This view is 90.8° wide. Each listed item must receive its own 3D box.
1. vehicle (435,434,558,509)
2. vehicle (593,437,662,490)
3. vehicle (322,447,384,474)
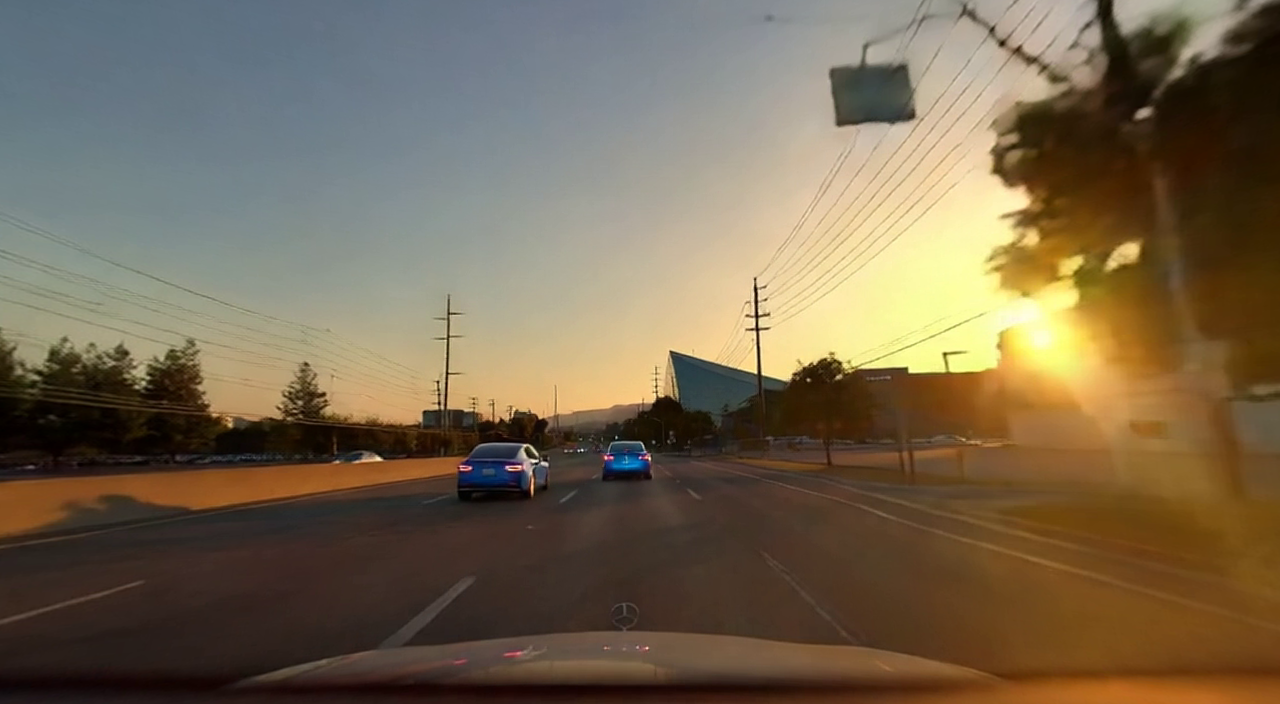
[{"bbox_3d":[-3.475,2.987,16.358,1.985,1.607,4.892,0,-8,1],"label":"vehicle"},{"bbox_3d":[-0.395,3.809,21.995,2.189,1.652,4.135,0,-8,0],"label":"vehicle"},{"bbox_3d":[-19.482,7.387,43.154,2.040,1.696,4.591,0,-8,0],"label":"vehicle"}]
